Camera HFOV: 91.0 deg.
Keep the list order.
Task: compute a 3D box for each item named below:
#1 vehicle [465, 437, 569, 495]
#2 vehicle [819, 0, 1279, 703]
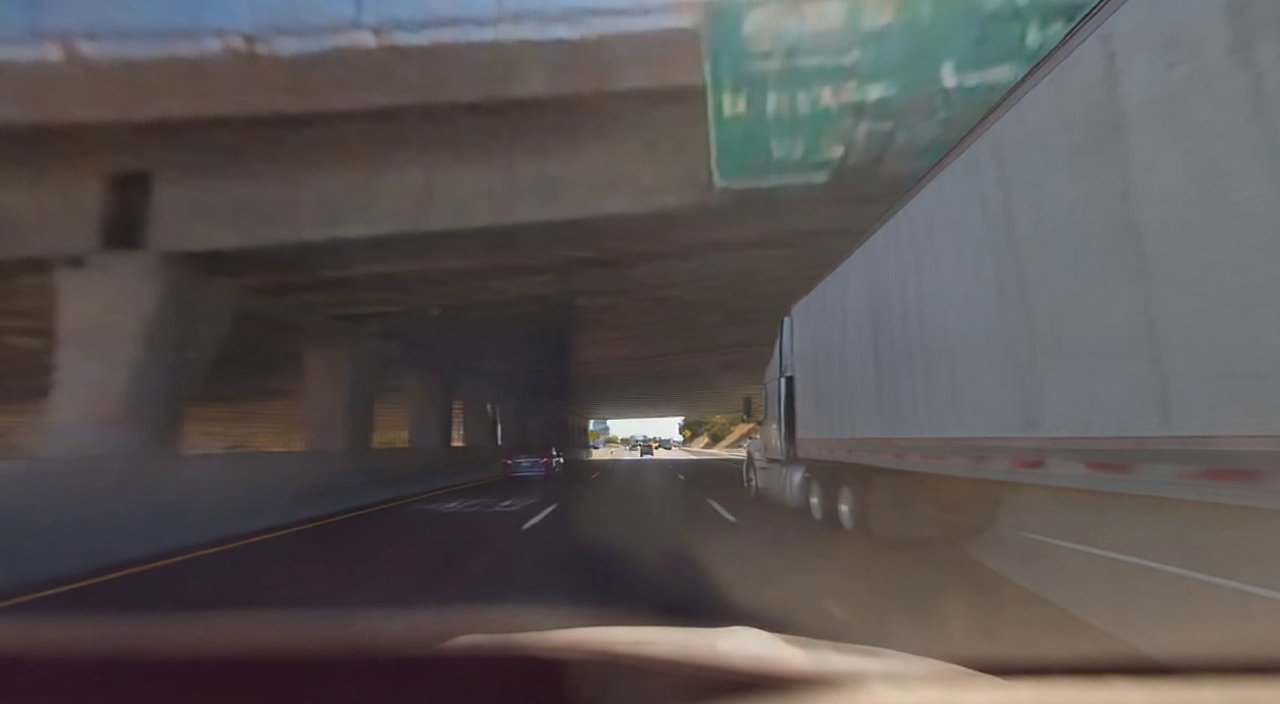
[{"bbox_3d":[-3.612,3.433,19.437,2.276,1.551,4.484,0,-8,0],"label":"vehicle"},{"bbox_3d":[3.826,-0.251,1.359,3.306,3.531,11.717,0,-8,-1],"label":"vehicle"}]
